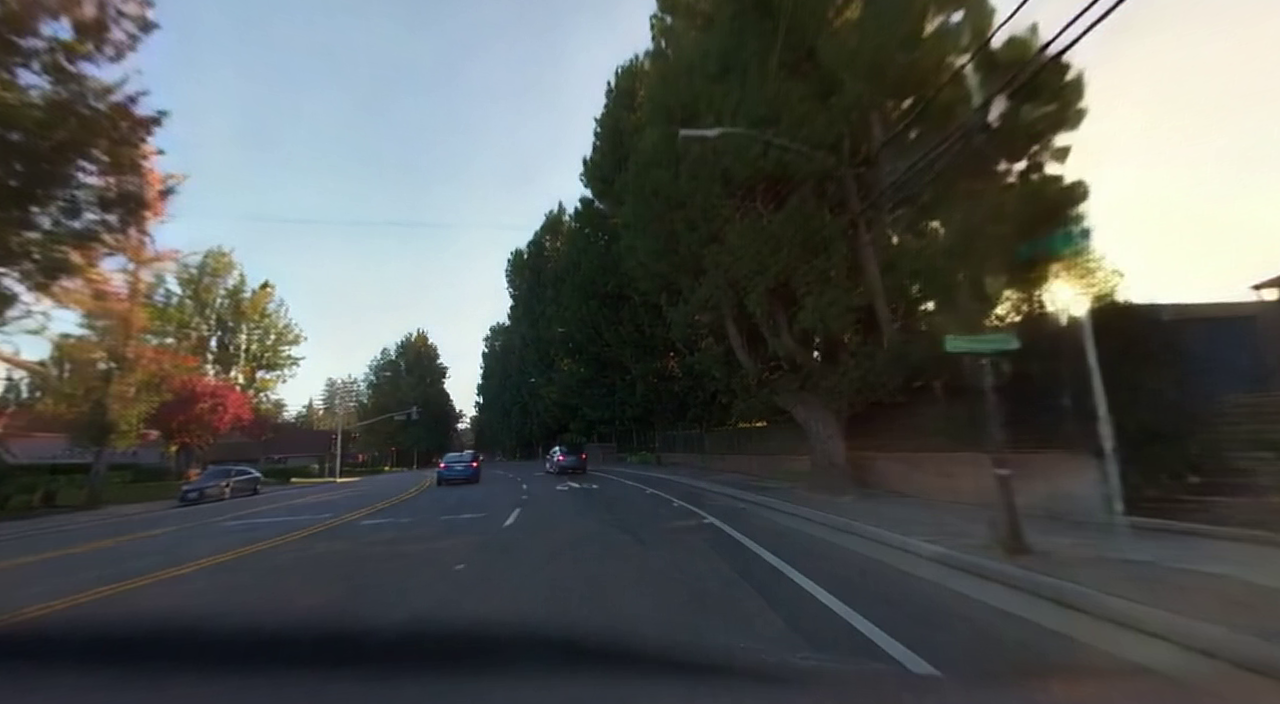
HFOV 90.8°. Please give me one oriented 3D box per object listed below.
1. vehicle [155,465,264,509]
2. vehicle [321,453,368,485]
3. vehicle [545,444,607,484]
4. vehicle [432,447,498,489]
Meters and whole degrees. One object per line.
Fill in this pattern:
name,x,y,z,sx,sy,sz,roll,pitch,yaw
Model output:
vehicle,-17.380,5.432,25.824,1.944,1.458,4.549,2,-9,-11
vehicle,-22.405,8.850,48.137,2.094,2.000,5.603,3,-7,-13
vehicle,-2.780,4.654,26.540,2.168,1.504,4.284,2,-9,-11
vehicle,-6.532,4.348,23.991,1.913,1.425,4.235,1,-9,-9
